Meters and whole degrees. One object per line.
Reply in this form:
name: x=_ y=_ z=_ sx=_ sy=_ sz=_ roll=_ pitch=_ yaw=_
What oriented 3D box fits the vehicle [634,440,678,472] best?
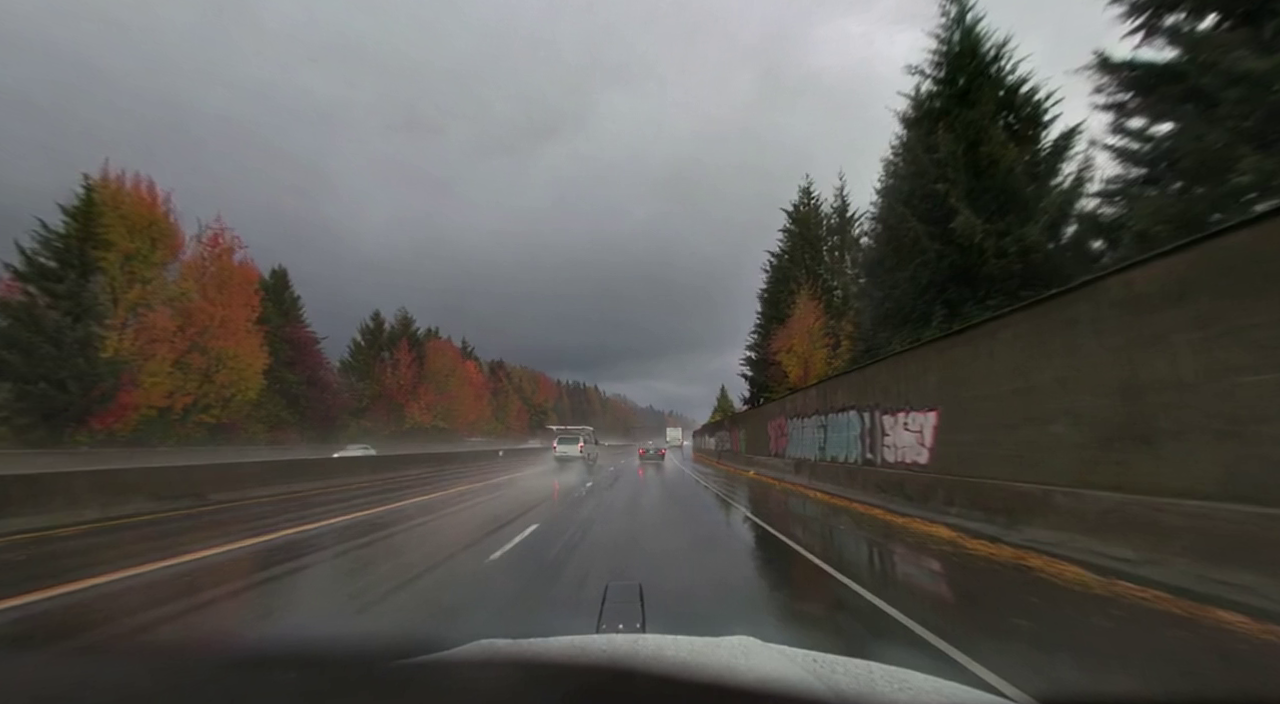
vehicle: x=0.757 y=5.184 z=31.654 sx=2.071 sy=1.487 sz=3.948 roll=0 pitch=-8 yaw=1

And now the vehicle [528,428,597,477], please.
vehicle: x=-3.307 y=4.425 z=27.989 sx=2.199 sy=1.973 sz=5.078 roll=0 pitch=-8 yaw=2
